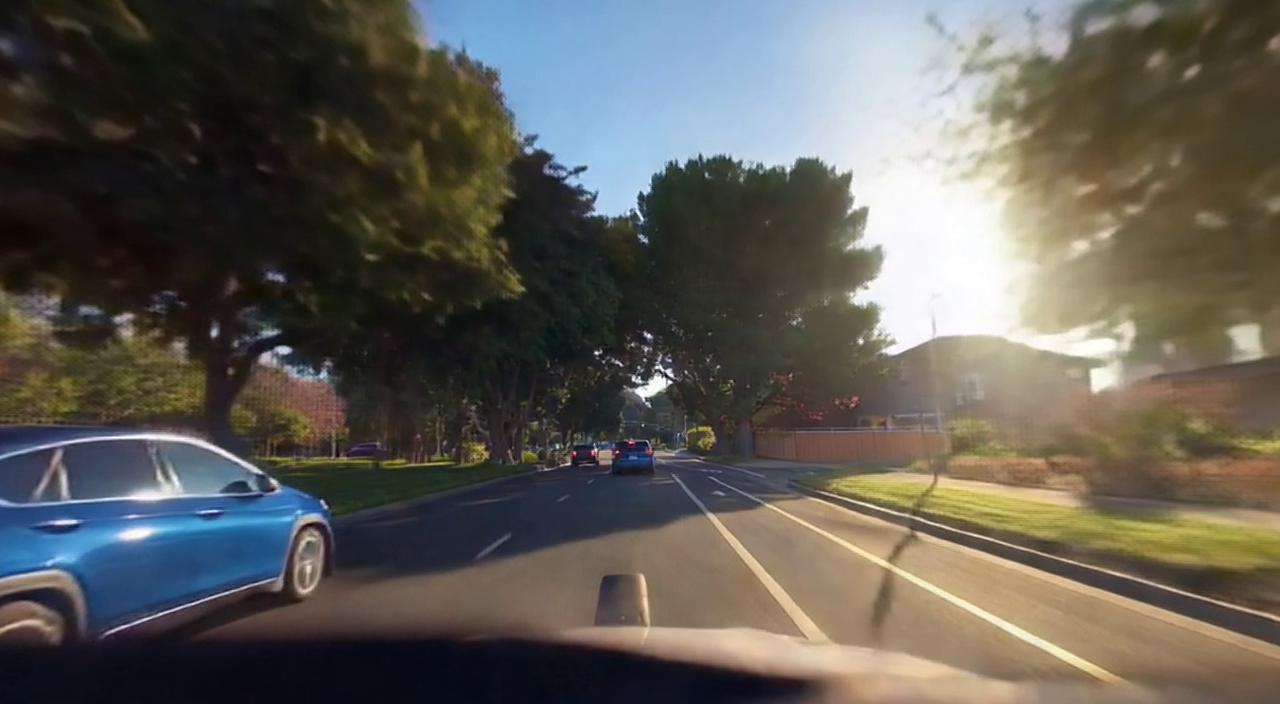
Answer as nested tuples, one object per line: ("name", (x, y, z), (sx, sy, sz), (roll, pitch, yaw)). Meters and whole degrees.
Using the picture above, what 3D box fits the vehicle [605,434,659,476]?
("vehicle", (-0.308, 4.574, 28.060), (2.220, 1.742, 4.047), (0, -8, 1))

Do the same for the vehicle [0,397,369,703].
("vehicle", (-3.688, 1.051, 3.426), (2.105, 1.469, 4.978), (0, -8, 1))

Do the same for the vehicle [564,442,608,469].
("vehicle", (-3.035, 5.920, 36.139), (2.032, 1.433, 4.458), (0, -8, 1))
